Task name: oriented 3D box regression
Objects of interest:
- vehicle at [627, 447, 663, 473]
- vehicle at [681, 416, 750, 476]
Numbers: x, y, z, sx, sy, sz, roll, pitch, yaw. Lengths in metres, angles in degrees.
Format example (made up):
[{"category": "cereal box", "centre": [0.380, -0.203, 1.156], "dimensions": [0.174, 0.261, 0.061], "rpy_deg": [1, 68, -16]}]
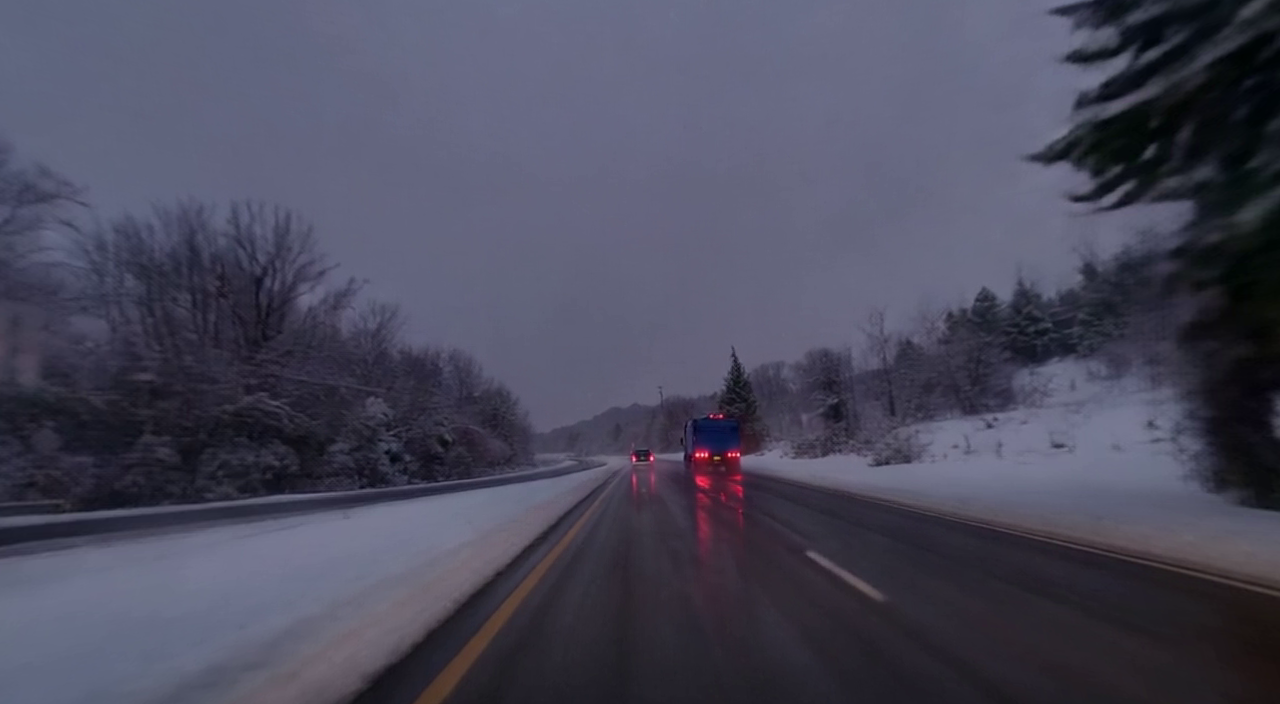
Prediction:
[{"category": "vehicle", "centre": [0.327, 6.930, 40.486], "dimensions": [2.170, 1.544, 4.373], "rpy_deg": [0, -8, 1]}, {"category": "vehicle", "centre": [4.352, 5.678, 38.071], "dimensions": [3.015, 3.211, 7.982], "rpy_deg": [0, -8, -1]}]
